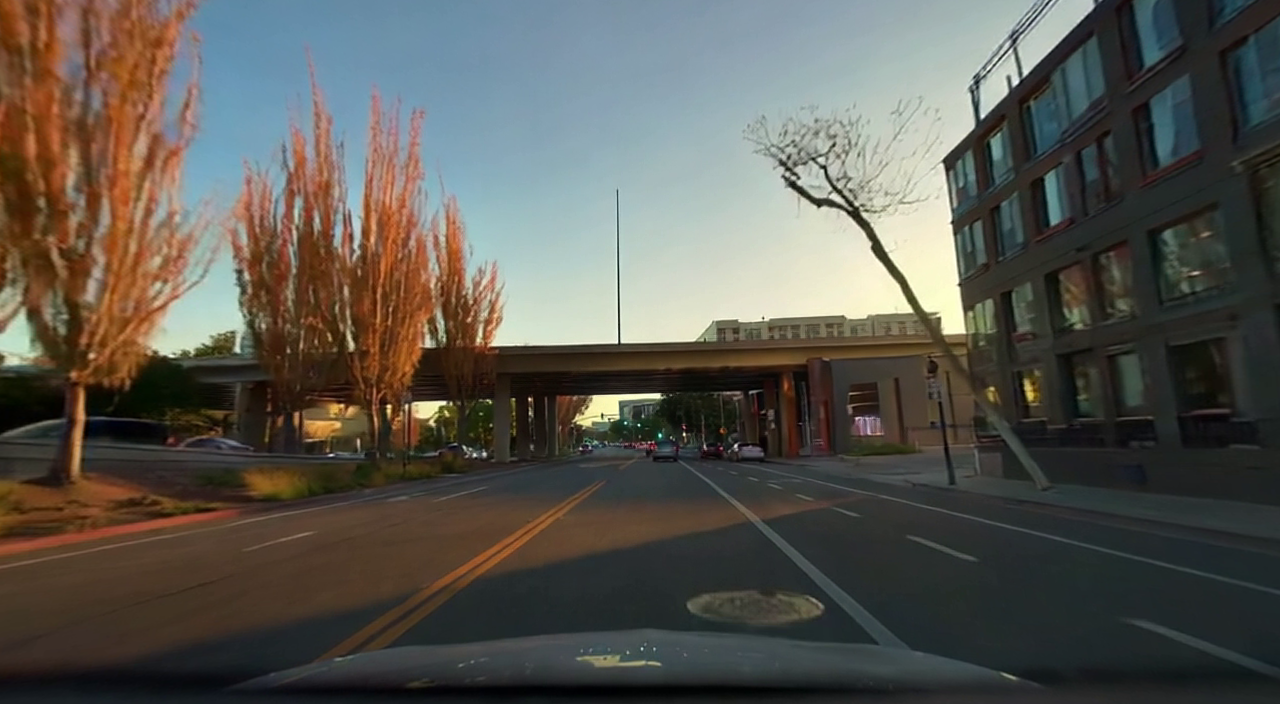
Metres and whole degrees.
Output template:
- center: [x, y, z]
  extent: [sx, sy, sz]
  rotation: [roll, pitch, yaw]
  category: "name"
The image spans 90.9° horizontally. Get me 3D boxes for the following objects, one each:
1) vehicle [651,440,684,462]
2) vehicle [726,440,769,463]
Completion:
- center: [1.976, 7.144, 45.587]
  extent: [2.280, 1.475, 4.051]
  rotation: [-1, -8, 2]
  category: "vehicle"
- center: [7.348, 6.854, 43.486]
  extent: [2.035, 1.435, 4.481]
  rotation: [0, -8, -1]
  category: "vehicle"
